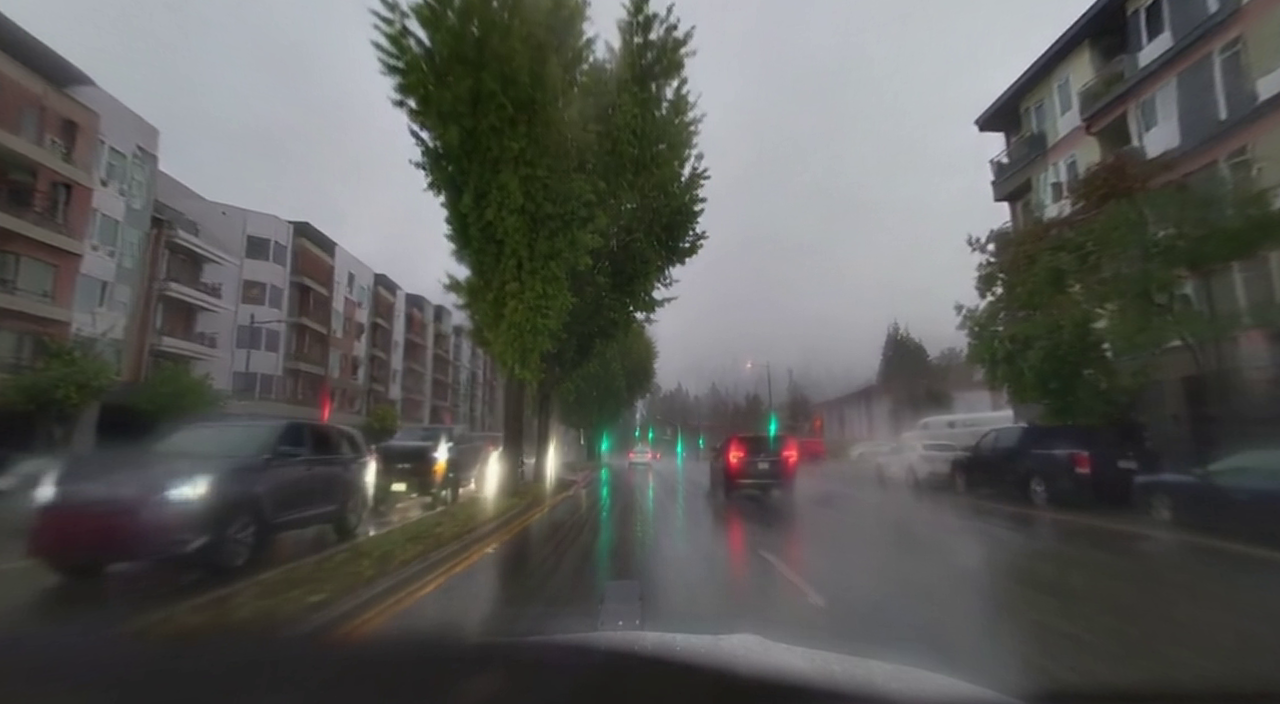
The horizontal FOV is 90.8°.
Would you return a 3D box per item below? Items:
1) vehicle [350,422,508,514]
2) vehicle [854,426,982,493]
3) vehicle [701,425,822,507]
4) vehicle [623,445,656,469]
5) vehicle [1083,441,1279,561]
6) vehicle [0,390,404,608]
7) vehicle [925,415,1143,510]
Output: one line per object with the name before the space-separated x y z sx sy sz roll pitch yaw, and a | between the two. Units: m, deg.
vehicle | -4.857 2.722 15.618 2.009 1.837 5.590 0 -8 0
vehicle | 8.936 3.456 20.865 1.939 1.927 4.833 0 -8 -1
vehicle | 3.040 2.947 16.970 2.129 1.844 4.767 0 -8 -2
vehicle | -0.082 7.121 42.990 2.059 1.492 4.033 0 -8 -2
vehicle | 8.929 1.992 8.781 1.953 1.455 4.883 0 -8 -1
vehicle | -4.981 1.564 7.837 2.275 1.816 4.923 0 -8 -1
vehicle | 9.032 2.565 15.196 1.935 1.875 5.051 0 -8 0
